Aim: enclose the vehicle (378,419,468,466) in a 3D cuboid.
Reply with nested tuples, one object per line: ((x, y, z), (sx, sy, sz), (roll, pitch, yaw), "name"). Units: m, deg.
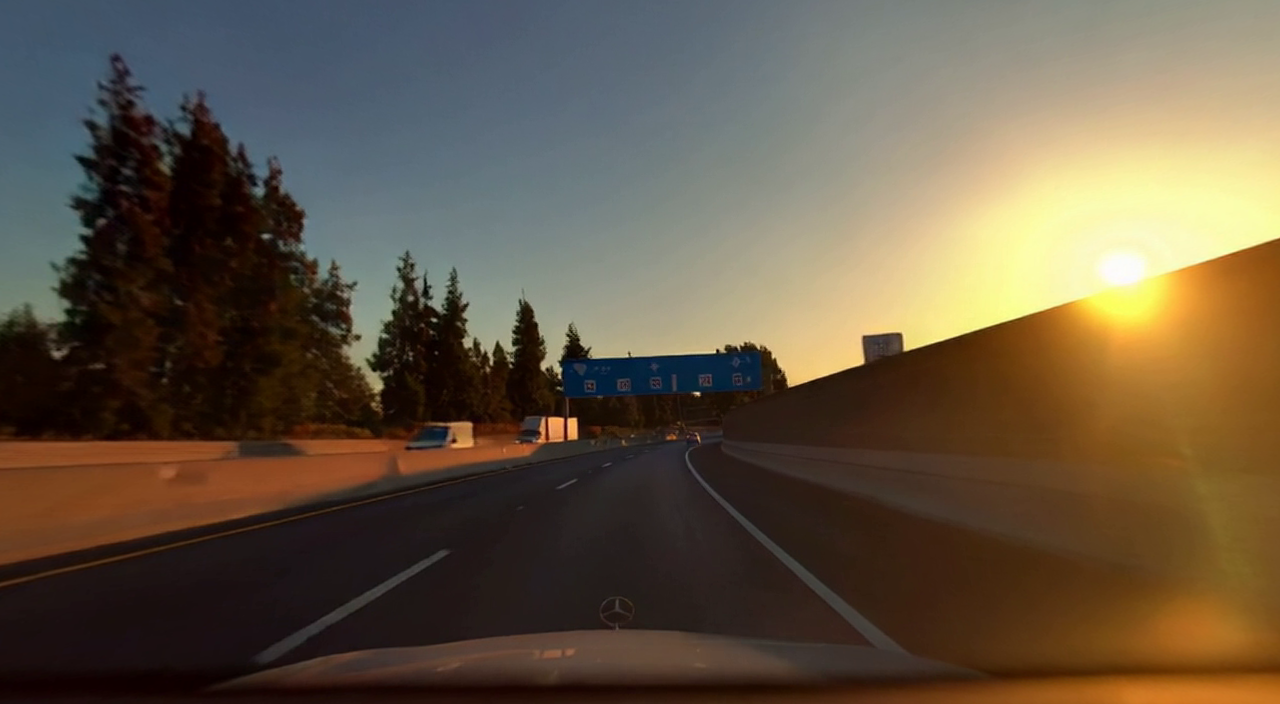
((-12.093, 5.122, 35.773), (2.492, 2.342, 6.658), (-1, -8, 2), "vehicle")
